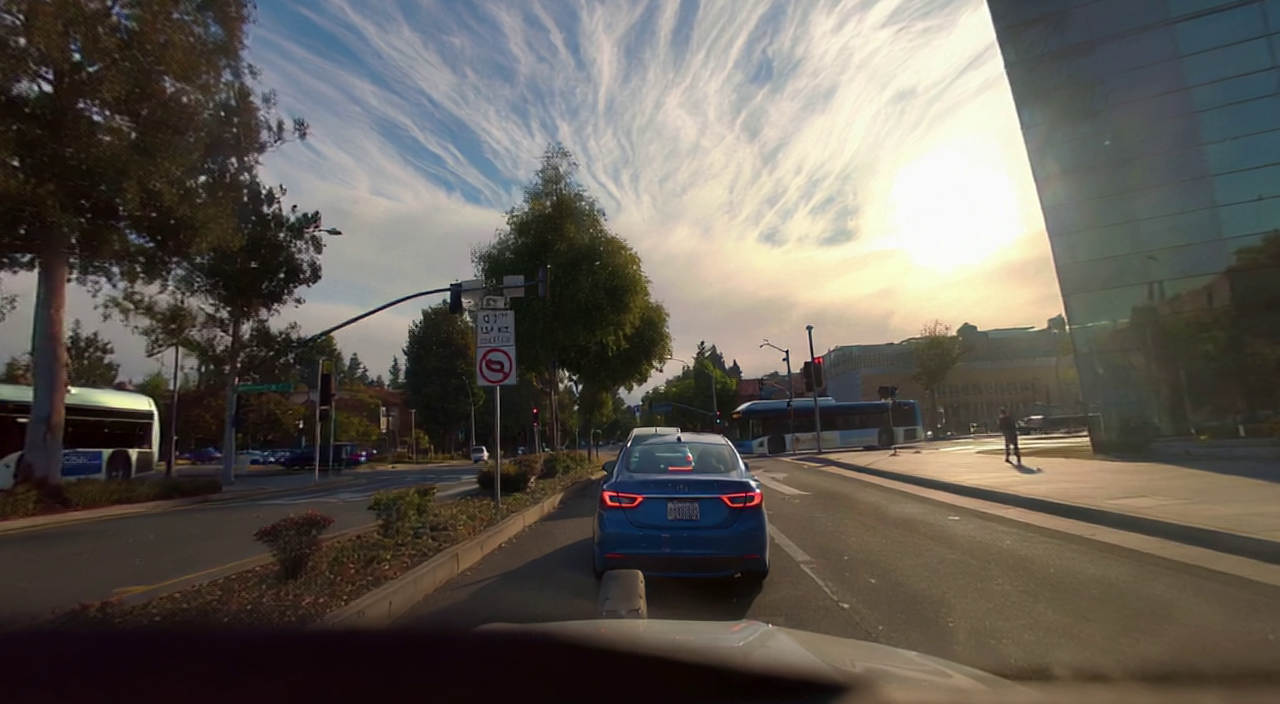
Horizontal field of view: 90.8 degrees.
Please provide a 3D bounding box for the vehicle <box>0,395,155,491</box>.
[{"bbox_3d":[-25.950,3.645,25.324,2.692,3.685,10.153,-3,-9,20],"label":"vehicle"}]

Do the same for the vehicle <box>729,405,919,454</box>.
[{"bbox_3d":[14.082,6.073,49.293,13.811,3.706,2.997,0,-9,0],"label":"vehicle"}]

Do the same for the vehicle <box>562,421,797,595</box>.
[{"bbox_3d":[0.374,1.626,7.384,2.006,1.470,3.799,0,-8,1],"label":"vehicle"}]

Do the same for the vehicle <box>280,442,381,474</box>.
[{"bbox_3d":[-17.208,5.899,35.306,1.892,1.645,4.561,-7,-11,39],"label":"vehicle"}]
